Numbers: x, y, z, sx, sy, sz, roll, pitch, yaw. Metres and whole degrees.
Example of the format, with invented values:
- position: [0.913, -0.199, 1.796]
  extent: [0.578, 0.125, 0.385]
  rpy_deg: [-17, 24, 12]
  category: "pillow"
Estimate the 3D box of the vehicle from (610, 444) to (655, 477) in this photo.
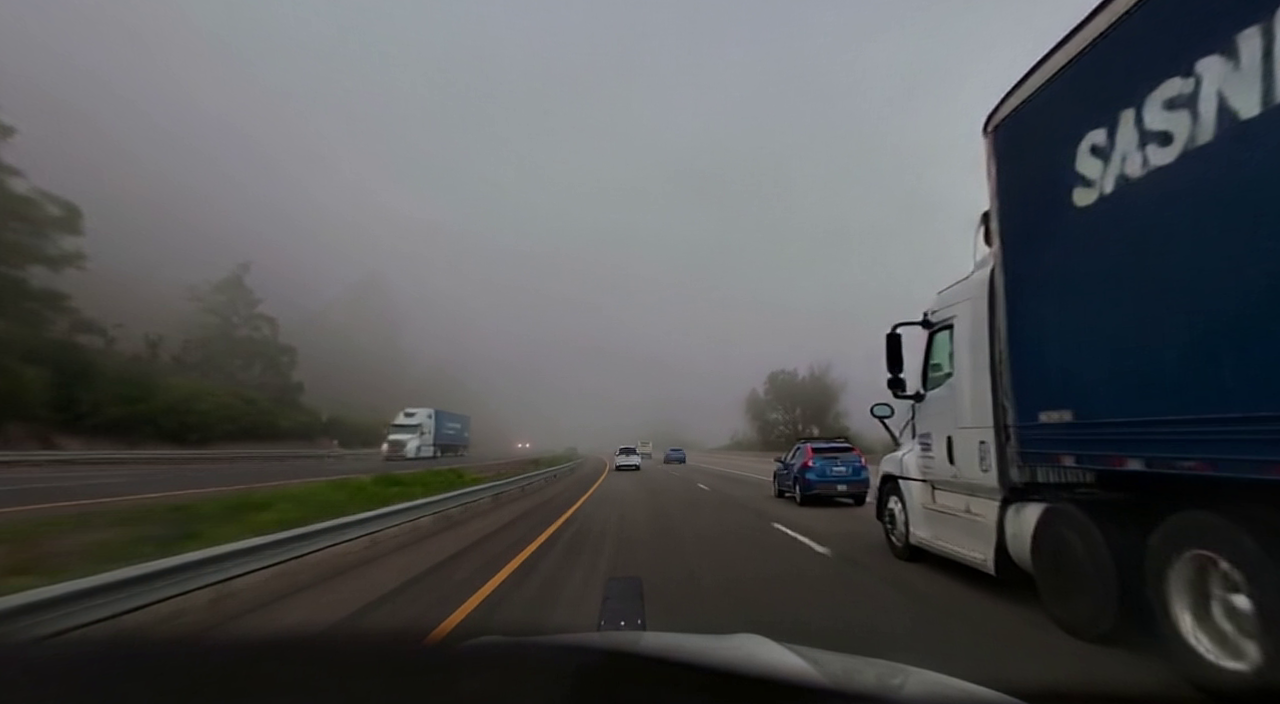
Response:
- position: [-0.415, 5.297, 30.942]
  extent: [2.050, 1.534, 3.771]
  rpy_deg: [0, -9, -2]
  category: "vehicle"

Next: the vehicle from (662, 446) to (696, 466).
- position: [2.982, 8.091, 49.065]
  extent: [2.008, 1.504, 4.291]
  rpy_deg: [1, -9, -4]
  category: "vehicle"

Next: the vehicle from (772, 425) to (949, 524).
- position: [4.082, 2.351, 12.476]
  extent: [2.013, 1.623, 3.916]
  rpy_deg: [0, -9, -1]
  category: "vehicle"
